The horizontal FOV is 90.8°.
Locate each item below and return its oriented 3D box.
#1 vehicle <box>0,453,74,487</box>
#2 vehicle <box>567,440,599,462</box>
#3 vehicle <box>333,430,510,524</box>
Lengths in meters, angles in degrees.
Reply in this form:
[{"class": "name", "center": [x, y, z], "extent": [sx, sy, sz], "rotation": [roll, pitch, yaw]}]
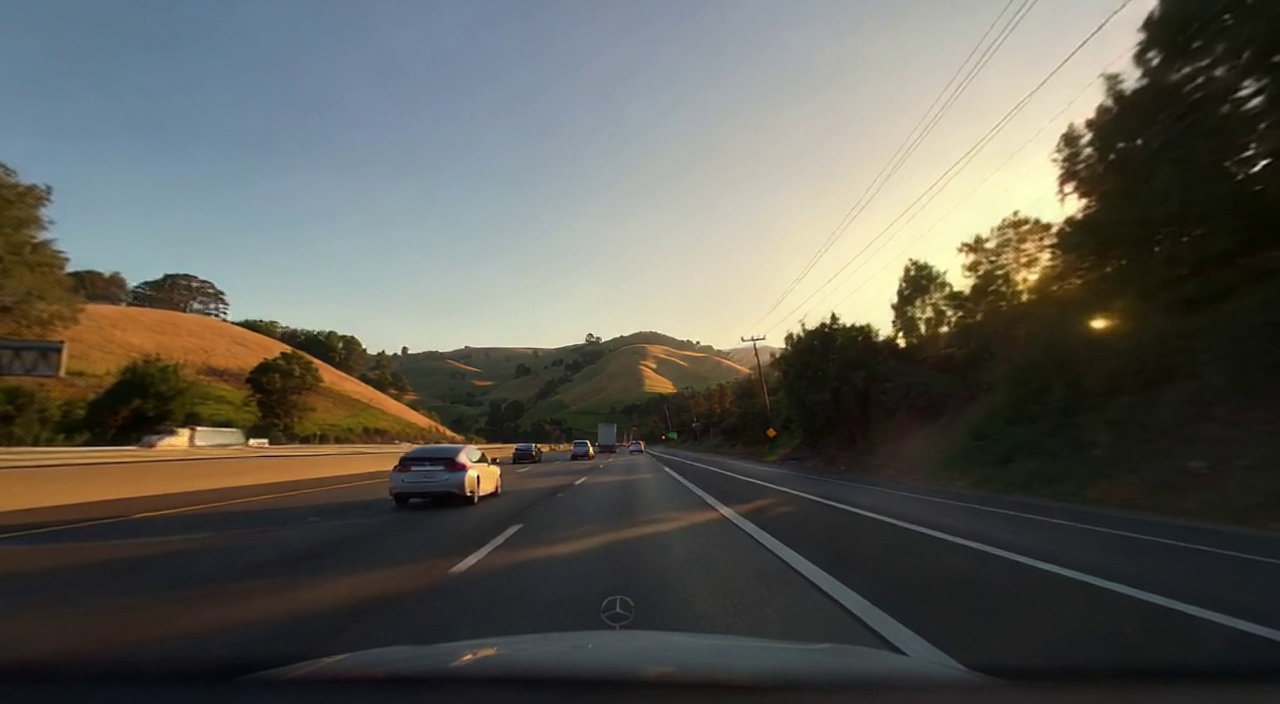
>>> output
[{"class": "vehicle", "center": [-29.753, 5.566, 30.049], "extent": [1.916, 1.471, 3.905], "rotation": [0, -9, 1]}, {"class": "vehicle", "center": [-4.098, 7.201, 46.137], "extent": [2.038, 1.533, 4.103], "rotation": [0, -9, -1]}, {"class": "vehicle", "center": [-4.083, 2.409, 12.727], "extent": [1.963, 1.533, 4.477], "rotation": [0, -9, 0]}]
